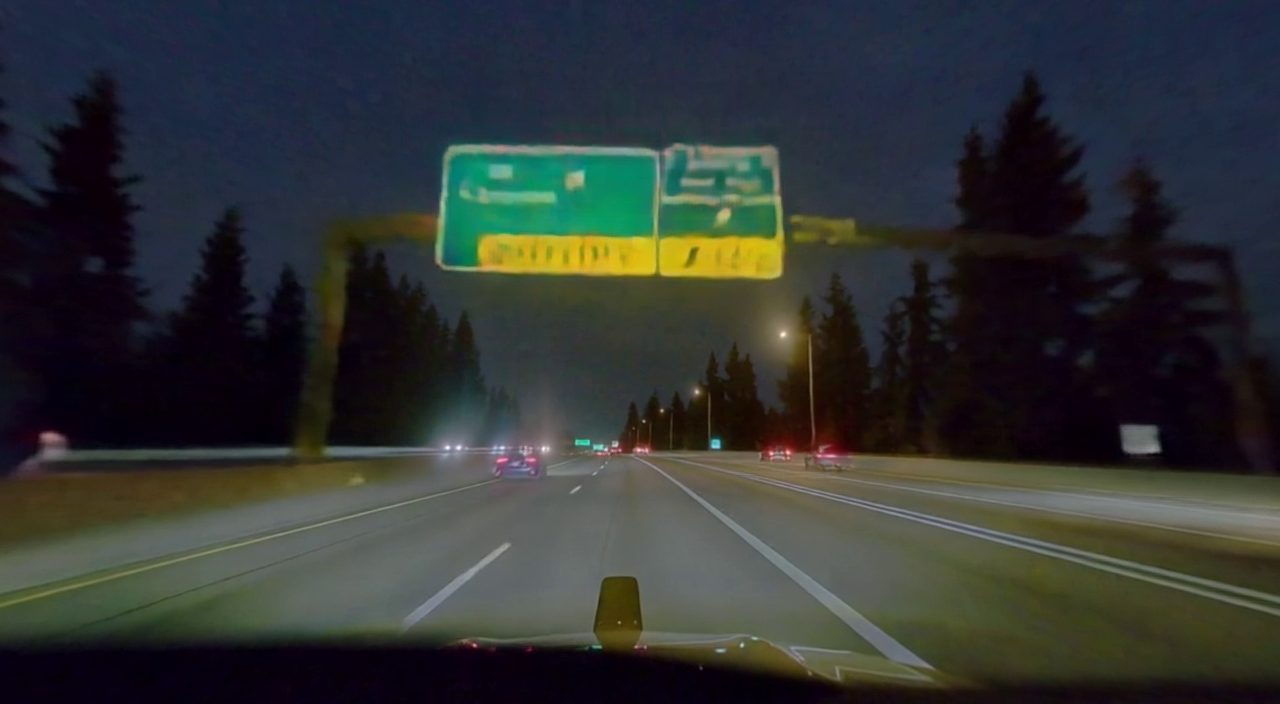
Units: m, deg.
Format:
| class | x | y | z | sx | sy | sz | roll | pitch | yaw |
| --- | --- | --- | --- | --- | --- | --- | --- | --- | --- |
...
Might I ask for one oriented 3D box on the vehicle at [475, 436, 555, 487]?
| class | x | y | z | sx | sy | sz | roll | pitch | yaw |
| --- | --- | --- | --- | --- | --- | --- | --- | --- | --- |
| vehicle | -4.294 | 3.839 | 22.219 | 2.071 | 1.615 | 3.868 | 0 | -9 | 0 |
